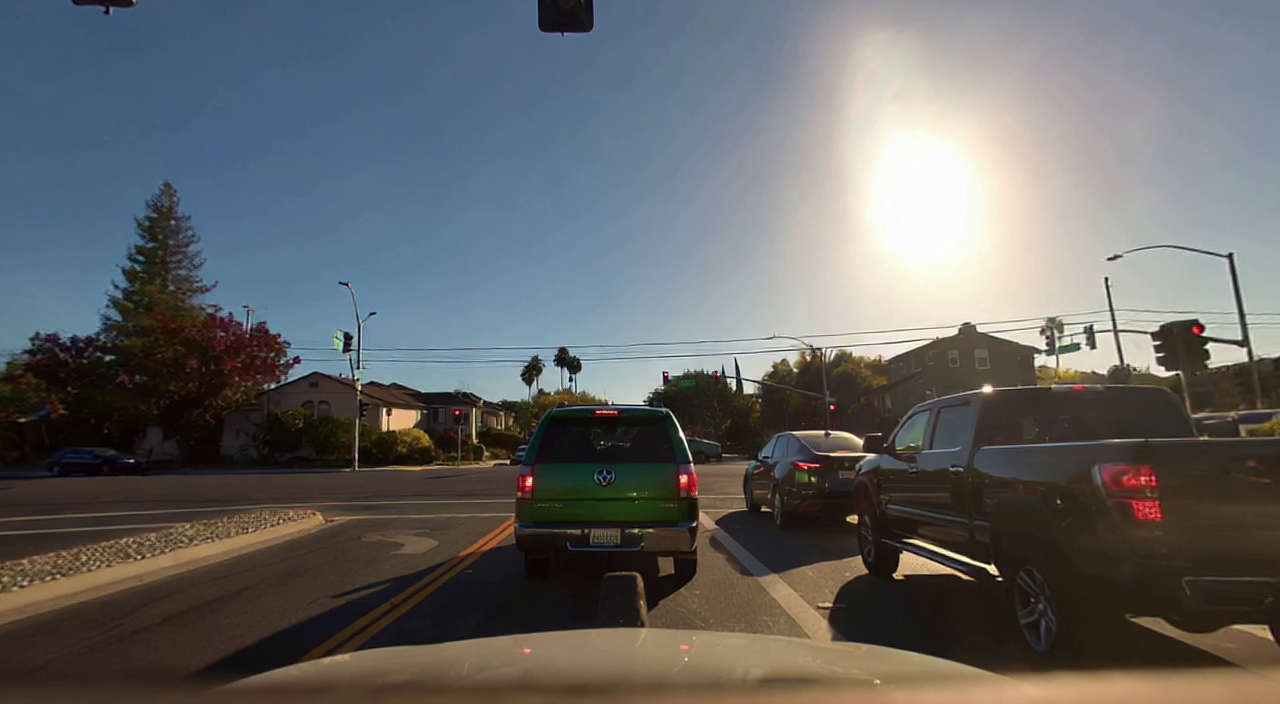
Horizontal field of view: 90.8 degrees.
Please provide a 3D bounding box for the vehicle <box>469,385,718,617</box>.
[{"bbox_3d":[-0.313,1.399,6.659,1.915,1.780,3.379,0,-8,2],"label":"vehicle"}]

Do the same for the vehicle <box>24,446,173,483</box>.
[{"bbox_3d":[-23.033,4.787,27.029,4.533,1.350,1.714,0,-7,-8],"label":"vehicle"}]

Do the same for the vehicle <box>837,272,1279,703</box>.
[{"bbox_3d":[2.970,0.934,3.778,1.886,1.849,5.070,0,-8,-1],"label":"vehicle"}]

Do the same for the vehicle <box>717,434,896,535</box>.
[{"bbox_3d":[2.715,2.269,11.543,1.952,1.465,4.421,0,-8,-2],"label":"vehicle"}]
